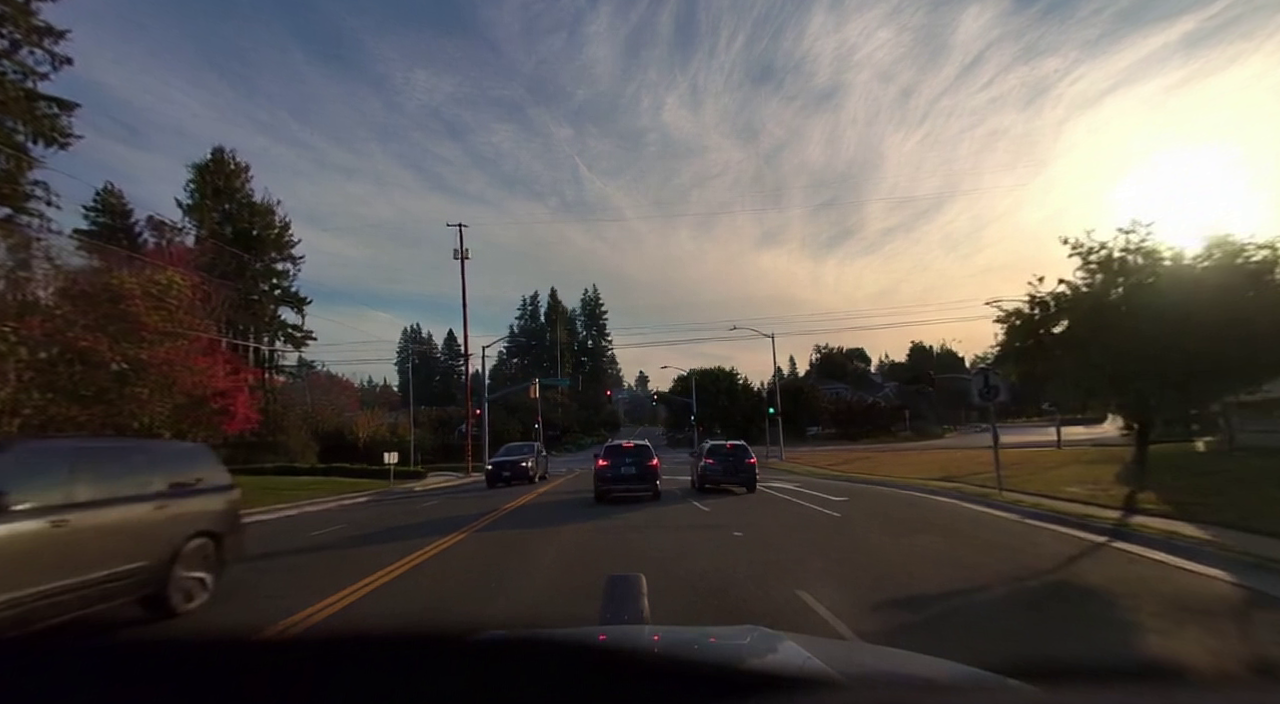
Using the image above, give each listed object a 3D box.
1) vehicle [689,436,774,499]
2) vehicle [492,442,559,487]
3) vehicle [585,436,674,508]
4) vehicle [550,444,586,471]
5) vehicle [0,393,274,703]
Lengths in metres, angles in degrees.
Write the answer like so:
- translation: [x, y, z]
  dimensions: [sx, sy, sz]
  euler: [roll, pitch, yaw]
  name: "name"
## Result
- translation: [2.778, 3.626, 20.236]
  dimensions: [1.967, 1.756, 4.281]
  euler: [0, -8, -2]
  name: "vehicle"
- translation: [-5.214, 5.189, 29.479]
  dimensions: [2.197, 1.882, 4.973]
  euler: [0, -8, 0]
  name: "vehicle"
- translation: [-0.278, 3.212, 17.354]
  dimensions: [2.151, 1.695, 4.100]
  euler: [0, -8, -1]
  name: "vehicle"
- translation: [-5.629, 8.320, 49.953]
  dimensions: [2.292, 1.995, 4.751]
  euler: [0, -8, 0]
  name: "vehicle"
- translation: [-4.474, 1.182, 3.938]
  dimensions: [2.063, 1.727, 3.923]
  euler: [0, -8, -2]
  name: "vehicle"
